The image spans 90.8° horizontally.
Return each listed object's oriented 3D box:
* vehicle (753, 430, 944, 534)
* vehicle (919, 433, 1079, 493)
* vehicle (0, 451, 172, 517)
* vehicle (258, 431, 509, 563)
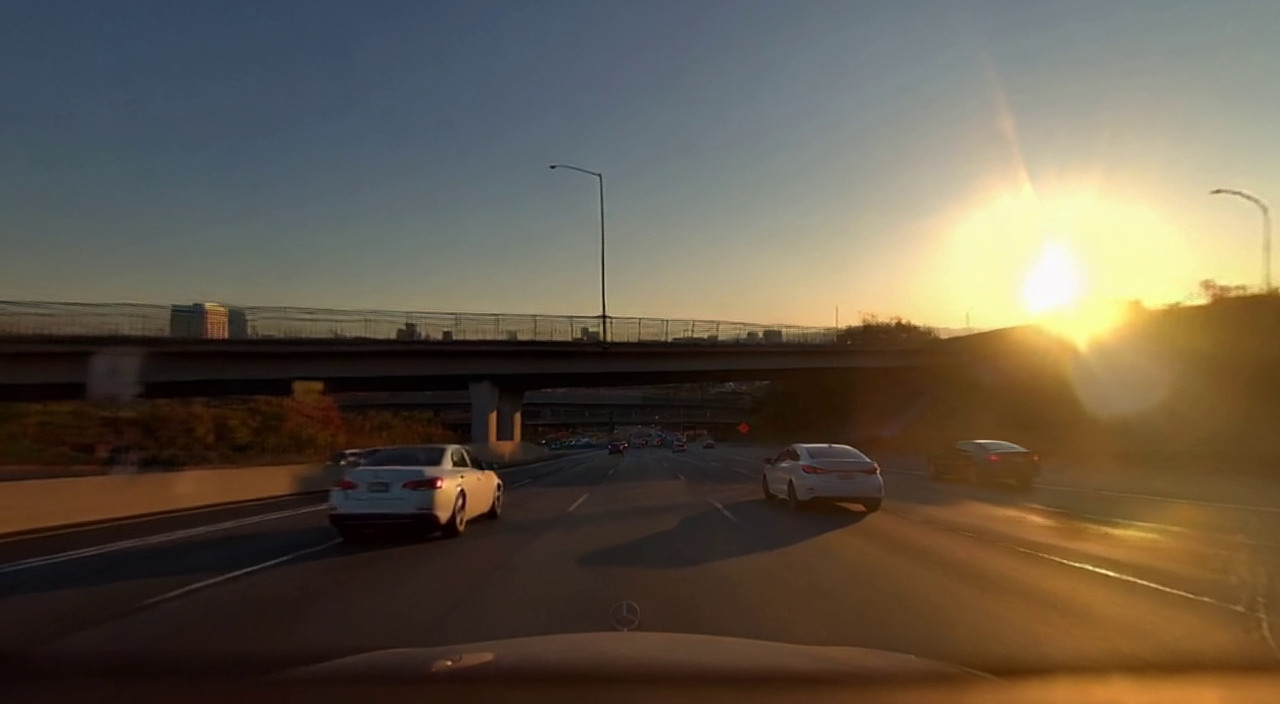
[{"bbox_3d":[3.438,2.208,11.356,1.961,1.504,4.094,0,-8,-1],"label":"vehicle"},{"bbox_3d":[10.233,3.186,18.485,2.019,1.529,4.385,0,-8,-1],"label":"vehicle"},{"bbox_3d":[-18.434,4.139,20.505,2.303,1.776,5.407,0,-8,0],"label":"vehicle"},{"bbox_3d":[-3.471,2.026,9.618,1.975,1.536,4.295,0,-8,1],"label":"vehicle"}]
